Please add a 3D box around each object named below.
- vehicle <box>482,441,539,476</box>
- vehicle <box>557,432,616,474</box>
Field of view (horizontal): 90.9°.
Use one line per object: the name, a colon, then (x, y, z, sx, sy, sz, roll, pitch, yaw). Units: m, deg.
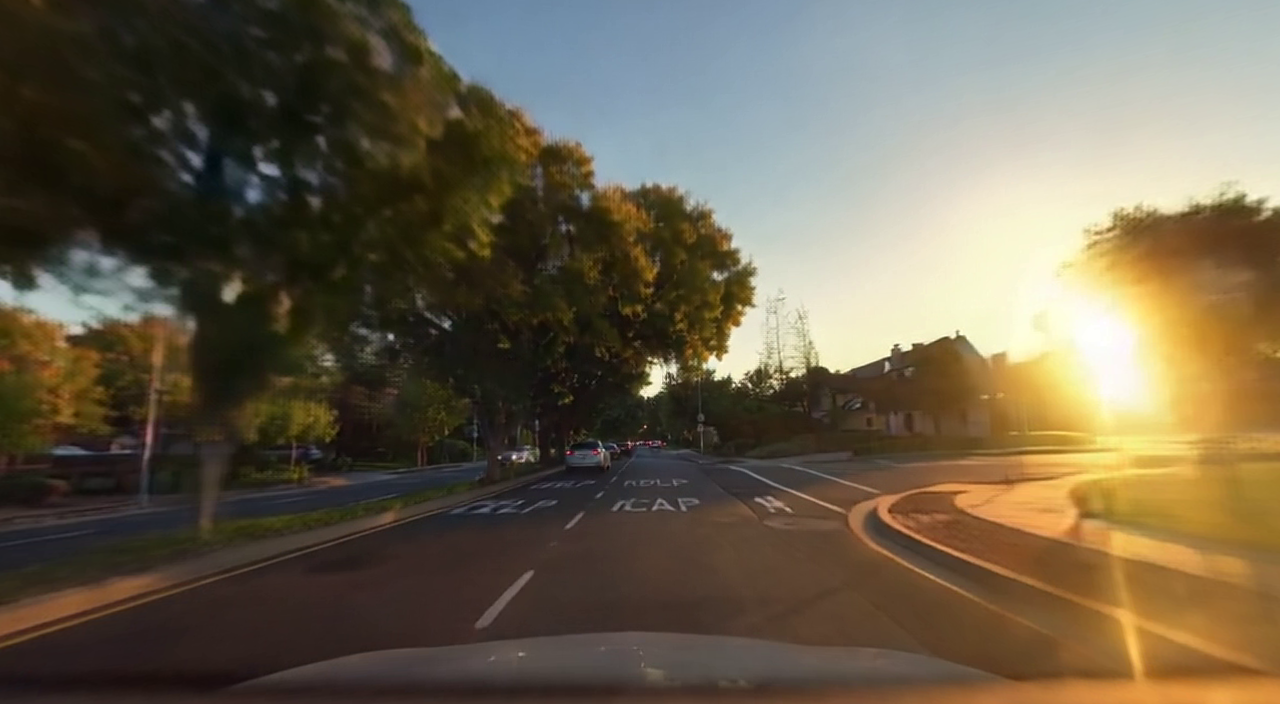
vehicle: (-6.180, 5.142, 30.611, 1.972, 1.514, 4.241, 1, -9, -2)
vehicle: (-2.358, 4.623, 28.981, 2.190, 1.766, 4.394, 0, -8, 1)
